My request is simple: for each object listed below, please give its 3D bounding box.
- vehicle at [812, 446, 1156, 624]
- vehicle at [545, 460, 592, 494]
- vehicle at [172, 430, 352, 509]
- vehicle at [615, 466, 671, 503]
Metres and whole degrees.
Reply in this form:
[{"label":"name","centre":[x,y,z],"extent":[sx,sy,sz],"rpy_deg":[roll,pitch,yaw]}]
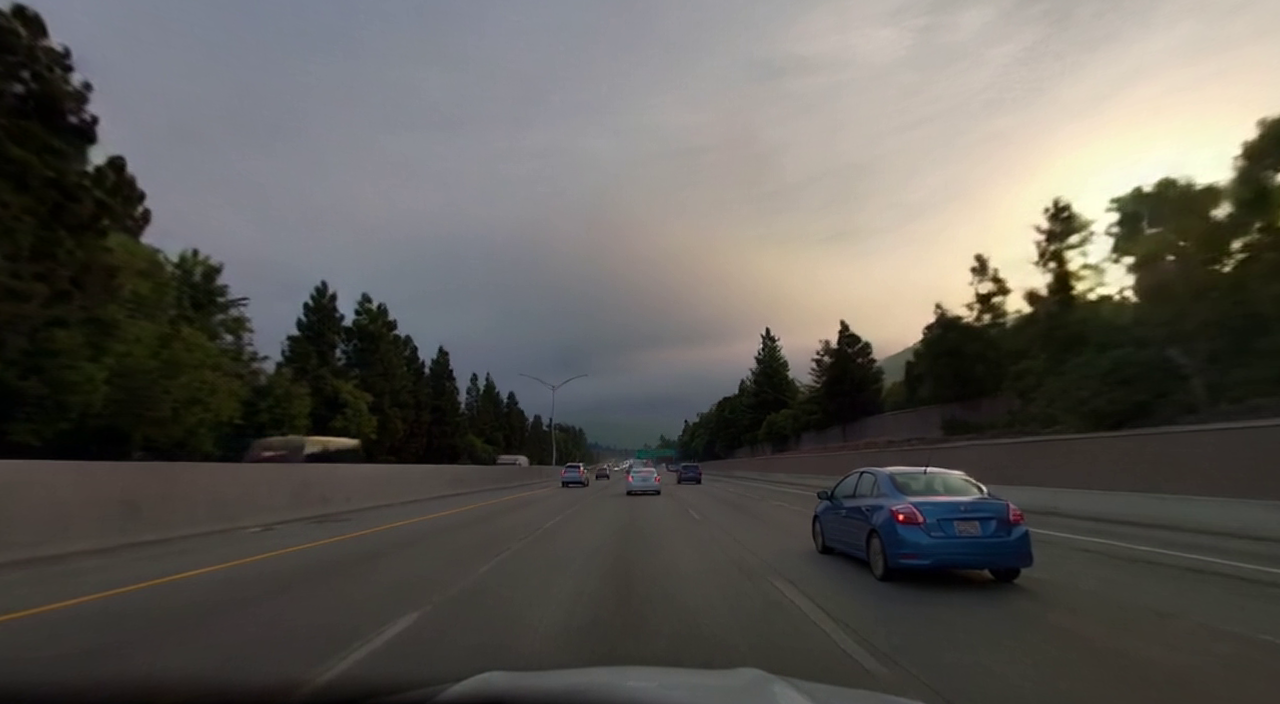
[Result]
[{"label":"vehicle","centre":[3.645,2.007,7.658],"extent":[1.938,1.561,3.786],"rpy_deg":[1,-10,-1]},{"label":"vehicle","centre":[-3.884,6.872,34.797],"extent":[2.021,1.706,4.247],"rpy_deg":[1,-10,1]},{"label":"vehicle","centre":[-12.119,3.876,20.874],"extent":[2.405,2.227,5.519],"rpy_deg":[1,-10,0]},{"label":"vehicle","centre":[0.126,5.676,27.329],"extent":[2.241,1.425,3.973],"rpy_deg":[1,-10,0]}]
